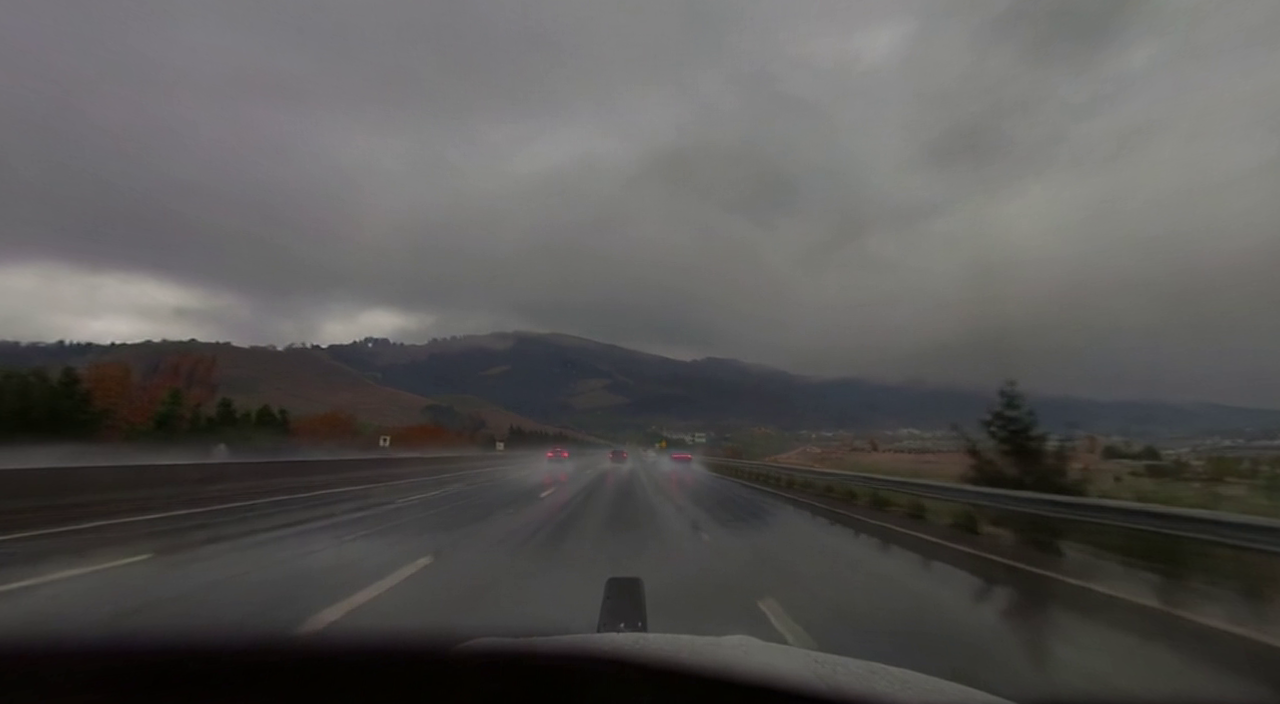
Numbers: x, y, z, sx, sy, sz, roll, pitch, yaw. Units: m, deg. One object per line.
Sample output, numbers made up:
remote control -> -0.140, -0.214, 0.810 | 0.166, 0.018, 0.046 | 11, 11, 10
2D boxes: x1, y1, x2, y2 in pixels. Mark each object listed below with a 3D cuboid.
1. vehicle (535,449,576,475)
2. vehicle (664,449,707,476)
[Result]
vehicle -> -4.972, 6.524, 37.516 | 1.955, 1.468, 3.637 | 0, -9, 0
vehicle -> 2.584, 6.399, 36.750 | 2.019, 1.475, 4.301 | 0, -9, -2
